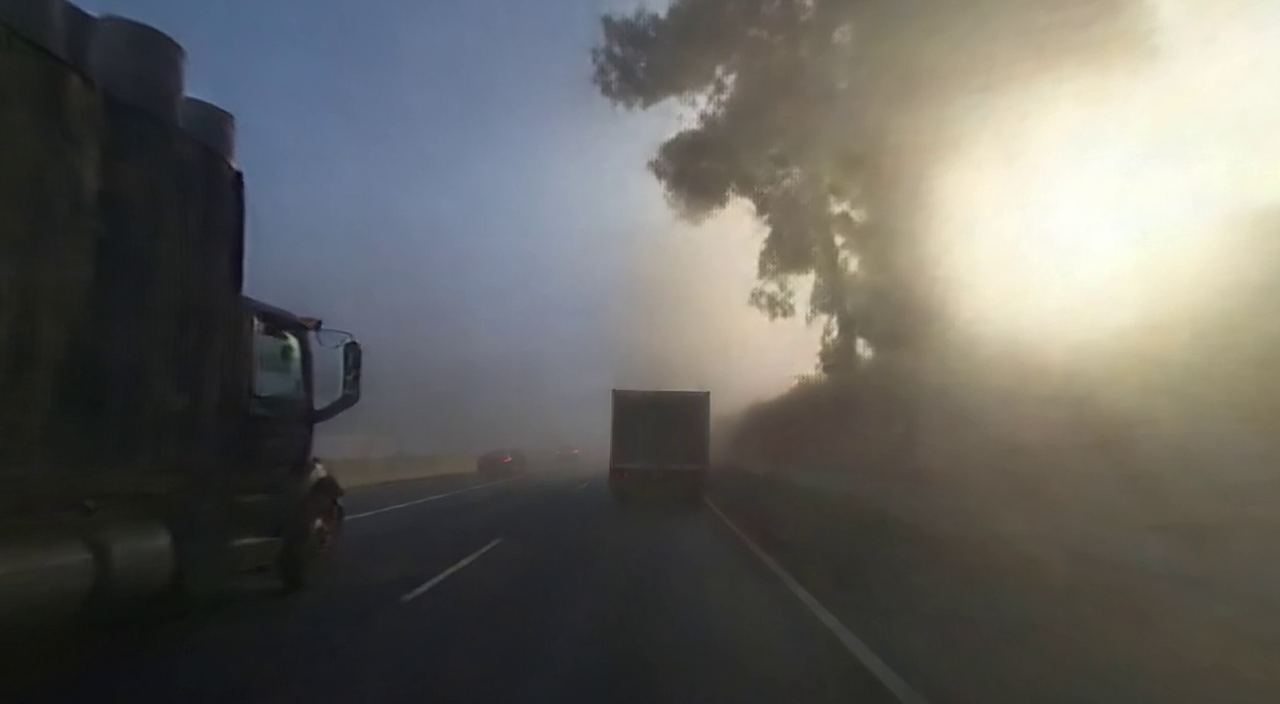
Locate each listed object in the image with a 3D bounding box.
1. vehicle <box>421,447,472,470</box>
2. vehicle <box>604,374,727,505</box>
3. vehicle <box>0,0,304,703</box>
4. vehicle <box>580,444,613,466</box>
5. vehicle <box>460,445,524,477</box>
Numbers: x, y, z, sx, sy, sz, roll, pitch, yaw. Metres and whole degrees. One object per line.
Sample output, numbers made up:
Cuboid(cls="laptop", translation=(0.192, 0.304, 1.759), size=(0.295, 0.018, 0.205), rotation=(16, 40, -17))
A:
Cuboid(cls="vehicle", translation=(-12.856, 7.086, 42.196), size=(1.908, 1.473, 4.552), rotation=(0, -8, 1))
Cuboid(cls="vehicle", translation=(0.362, 2.655, 19.067), size=(2.798, 3.071, 8.412), rotation=(0, -8, -4))
Cuboid(cls="vehicle", translation=(-4.199, -0.145, 1.813), size=(2.998, 3.992, 5.800), rotation=(0, -8, 2))
Cuboid(cls="vehicle", translation=(-3.114, 7.540, 46.327), size=(1.974, 1.475, 4.538), rotation=(0, -8, 1))
Cuboid(cls="vehicle", translation=(-7.389, 5.475, 32.072), size=(2.006, 1.458, 4.700), rotation=(0, -8, 2))
